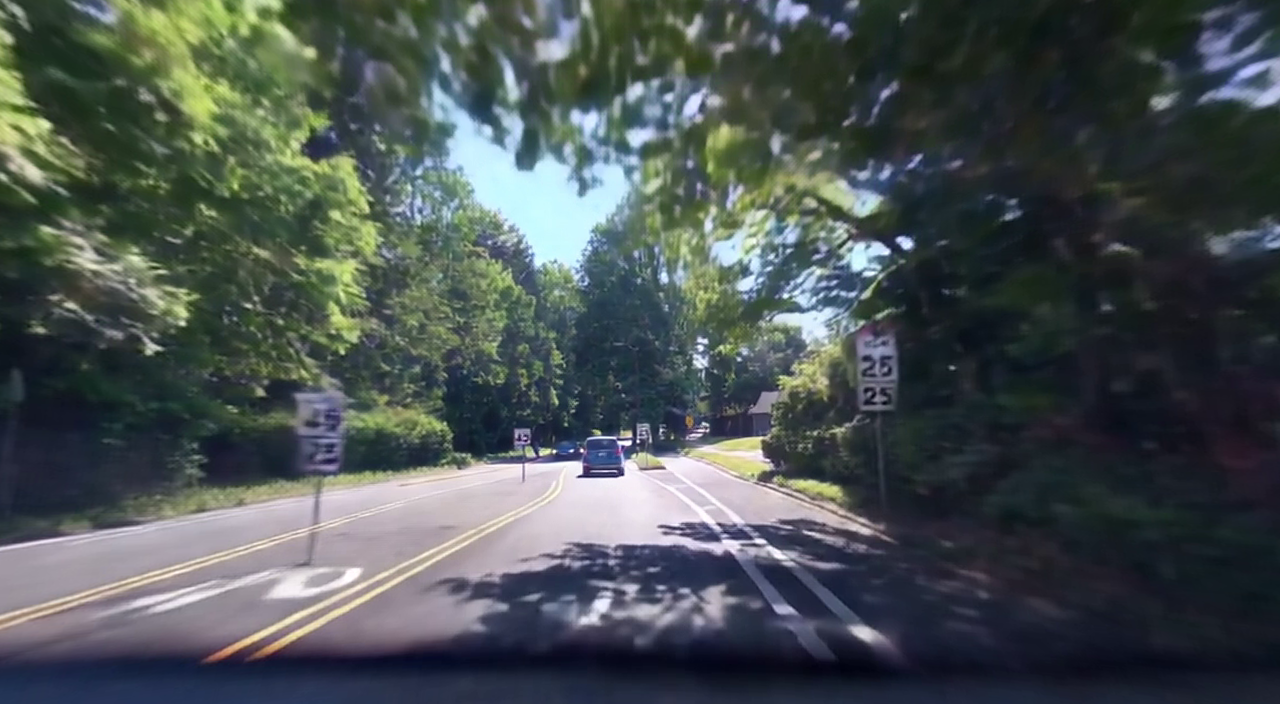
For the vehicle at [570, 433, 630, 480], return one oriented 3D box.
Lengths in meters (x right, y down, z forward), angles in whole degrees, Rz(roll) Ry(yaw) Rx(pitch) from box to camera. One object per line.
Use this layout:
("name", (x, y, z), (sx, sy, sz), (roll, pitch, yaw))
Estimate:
("vehicle", (-1.615, 4.186, 25.410), (2.216, 1.708, 4.110), (1, -9, -4))
